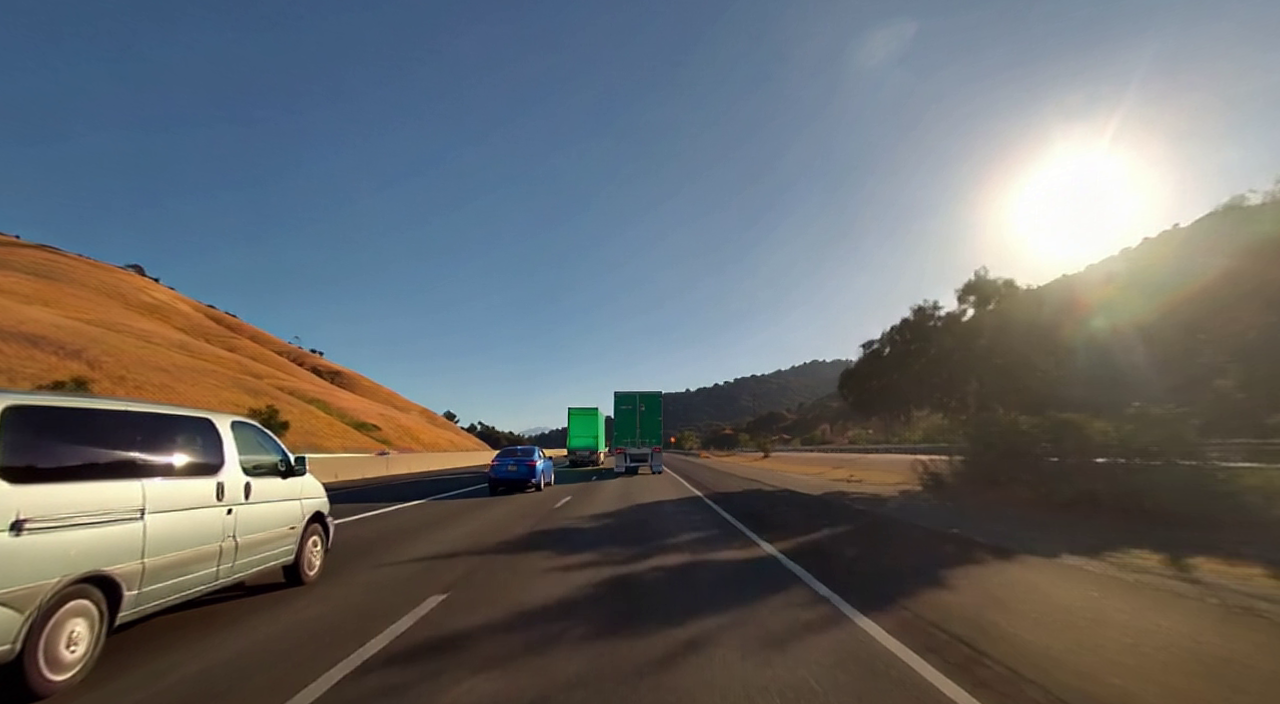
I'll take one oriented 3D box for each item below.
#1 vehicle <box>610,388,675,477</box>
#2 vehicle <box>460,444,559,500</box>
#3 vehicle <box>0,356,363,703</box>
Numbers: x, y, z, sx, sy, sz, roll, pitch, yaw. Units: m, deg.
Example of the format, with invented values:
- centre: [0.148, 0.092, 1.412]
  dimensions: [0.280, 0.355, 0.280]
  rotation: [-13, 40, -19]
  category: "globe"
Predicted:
- centre: [0.250, 4.460, 34.208]
  dimensions: [2.913, 3.988, 10.874]
  rotation: [0, -8, 2]
  category: "vehicle"
- centre: [-3.683, 3.446, 18.608]
  dimensions: [1.950, 1.446, 4.224]
  rotation: [0, -8, 1]
  category: "vehicle"
- centre: [-4.153, 1.129, 4.446]
  dimensions: [2.136, 1.779, 4.875]
  rotation: [0, -8, 0]
  category: "vehicle"
